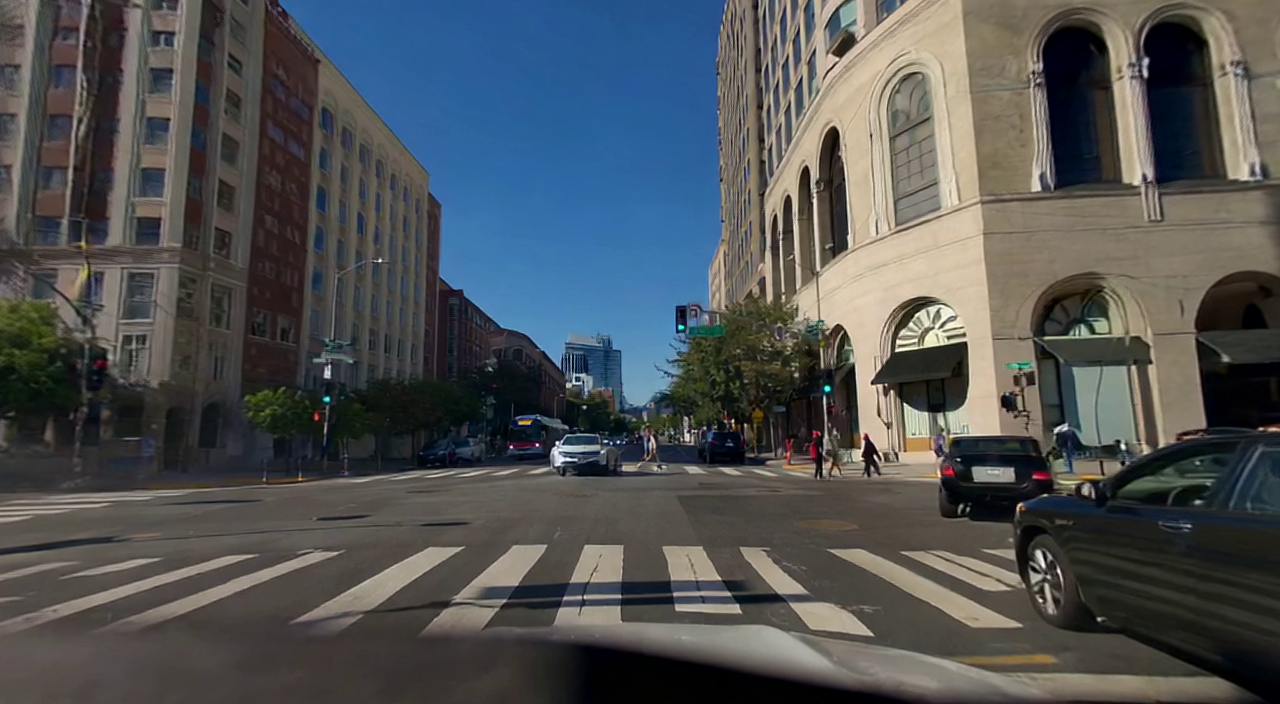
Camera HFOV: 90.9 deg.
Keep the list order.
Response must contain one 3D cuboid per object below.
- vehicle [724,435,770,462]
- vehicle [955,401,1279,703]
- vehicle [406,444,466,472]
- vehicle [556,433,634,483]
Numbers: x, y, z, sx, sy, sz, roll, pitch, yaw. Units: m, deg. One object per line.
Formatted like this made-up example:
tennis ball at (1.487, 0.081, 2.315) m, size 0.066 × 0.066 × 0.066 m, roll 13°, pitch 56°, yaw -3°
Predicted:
vehicle at (6.405, 5.827, 38.164) m, size 1.926 × 1.574 × 3.961 m, roll 0°, pitch -8°, yaw -2°
vehicle at (3.830, 1.177, 4.033) m, size 2.006 × 1.495 × 4.271 m, roll -1°, pitch -8°, yaw 10°
vehicle at (-11.776, 6.120, 36.721) m, size 1.998 × 1.505 × 4.405 m, roll 0°, pitch -8°, yaw 0°
vehicle at (-1.857, 3.870, 23.649) m, size 2.050 × 1.465 × 5.388 m, roll -1°, pitch -6°, yaw -13°
